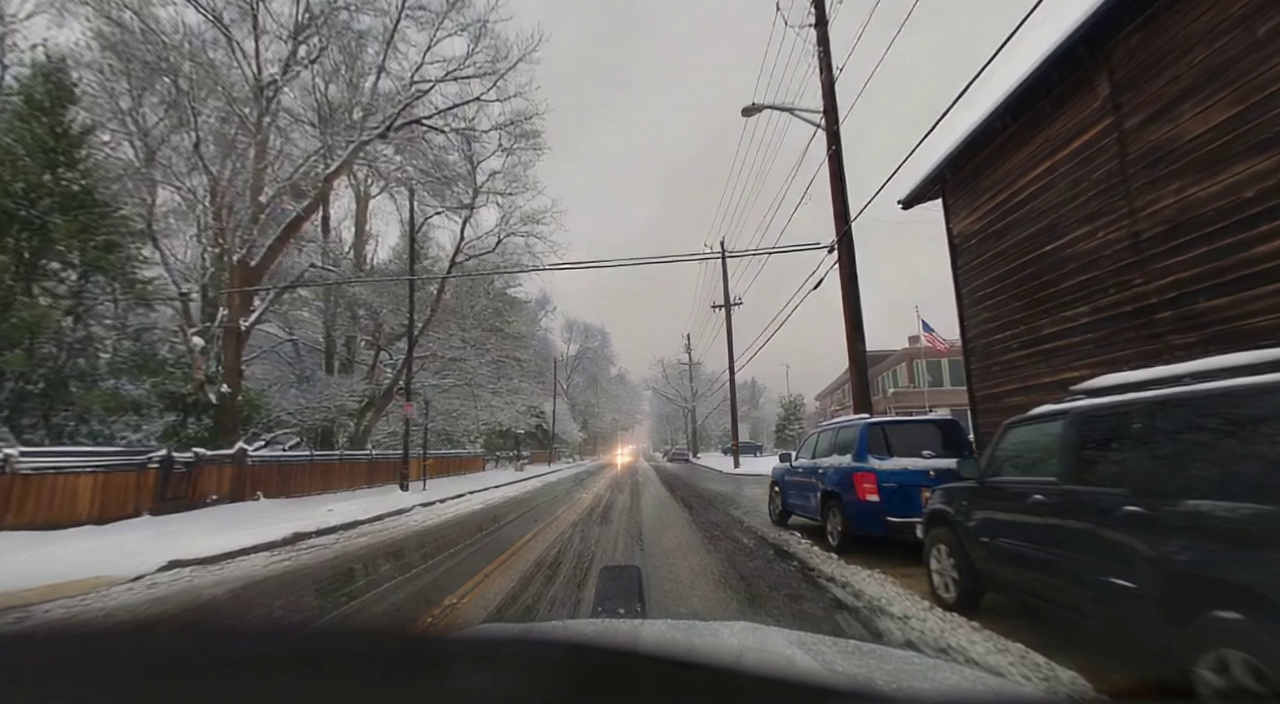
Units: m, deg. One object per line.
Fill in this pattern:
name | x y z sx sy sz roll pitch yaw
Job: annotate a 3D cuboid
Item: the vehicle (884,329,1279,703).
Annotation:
vehicle | 3.529 1.065 4.045 2.061 1.793 5.100 -1 -9 2
